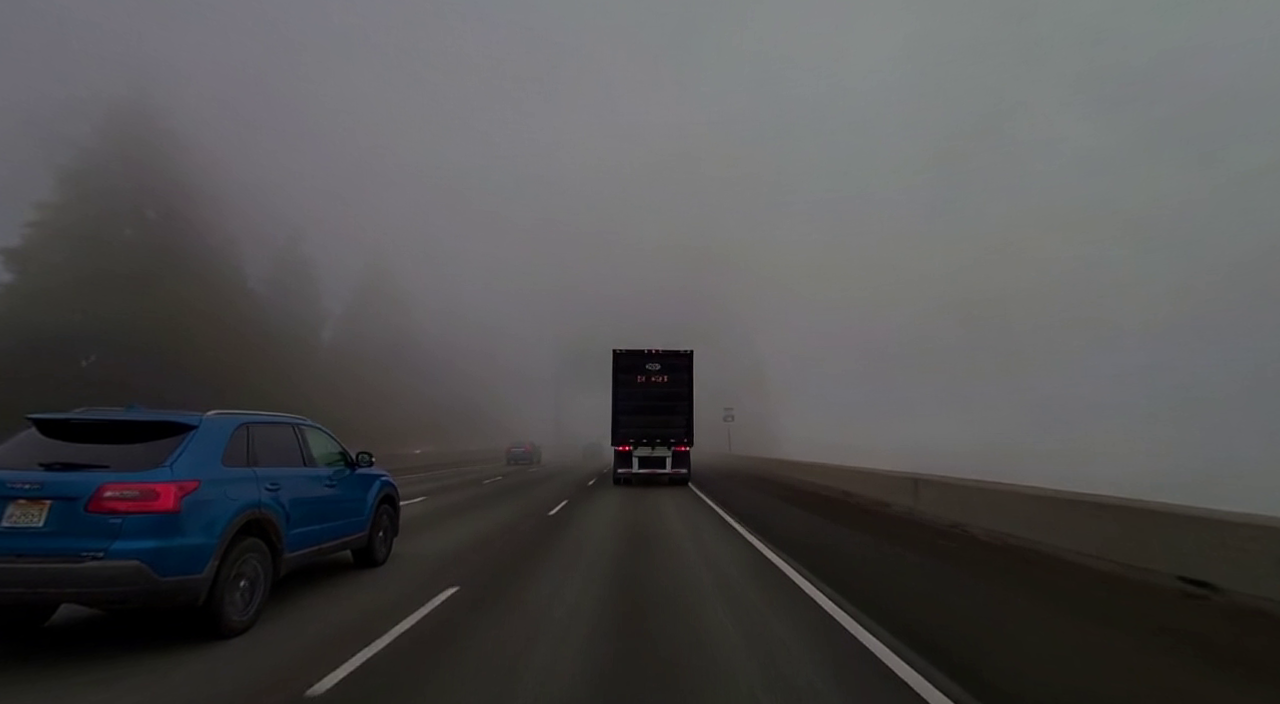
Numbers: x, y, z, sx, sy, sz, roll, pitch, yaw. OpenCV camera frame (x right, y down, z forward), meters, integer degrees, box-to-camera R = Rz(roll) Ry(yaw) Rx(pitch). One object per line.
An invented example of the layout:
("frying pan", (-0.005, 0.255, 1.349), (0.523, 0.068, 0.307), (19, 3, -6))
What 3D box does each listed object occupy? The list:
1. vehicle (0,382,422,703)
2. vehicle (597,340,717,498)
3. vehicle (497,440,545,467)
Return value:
("vehicle", (-3.751, 1.311, 5.503), (2.077, 1.671, 4.249), (0, -9, 1))
("vehicle", (0.411, 2.397, 20.638), (2.870, 3.841, 10.653), (0, -9, 0))
("vehicle", (-6.894, 5.951, 37.108), (1.882, 1.451, 4.416), (0, -9, 1))
